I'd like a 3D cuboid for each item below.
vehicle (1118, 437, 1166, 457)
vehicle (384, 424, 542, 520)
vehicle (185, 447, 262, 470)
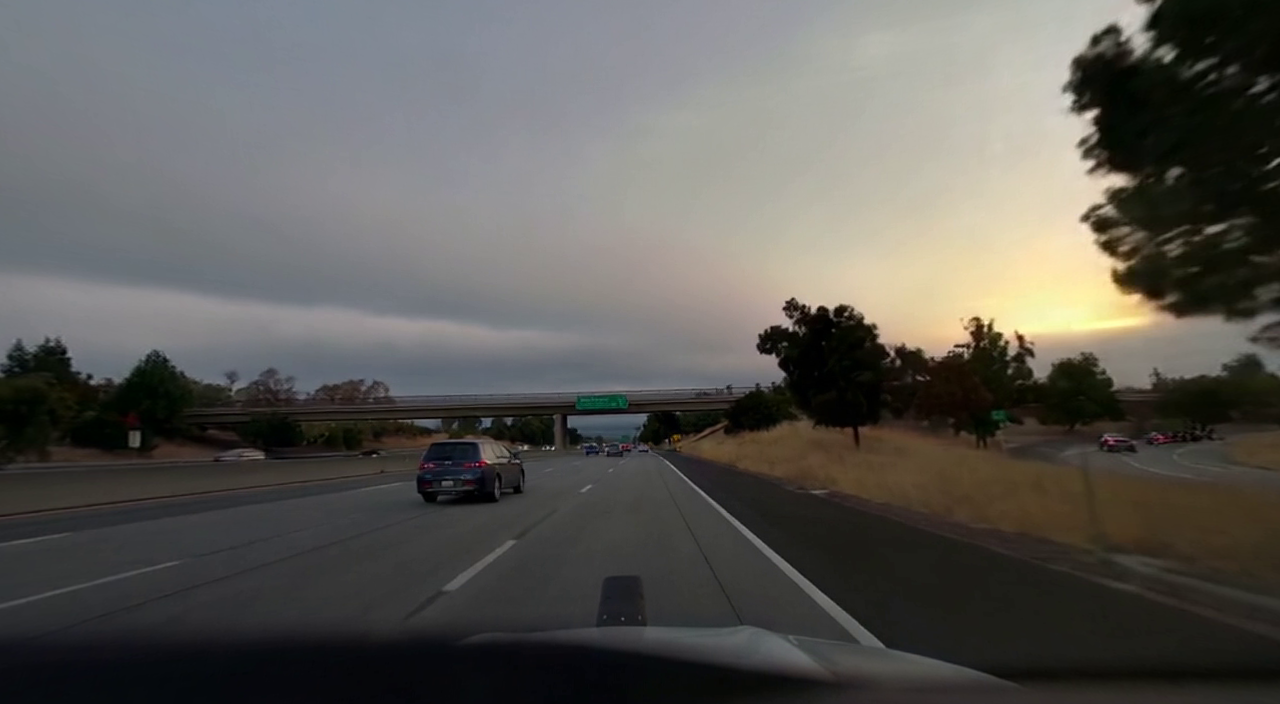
[{"bbox_3d":[39.473,7.473,49.417,1.981,1.473,4.317,-4,-9,26],"label":"vehicle"},{"bbox_3d":[-3.537,2.492,13.548,2.048,1.705,4.384,0,-8,1],"label":"vehicle"},{"bbox_3d":[-31.153,7.972,47.174,2.049,1.587,5.347,0,-9,1],"label":"vehicle"}]
